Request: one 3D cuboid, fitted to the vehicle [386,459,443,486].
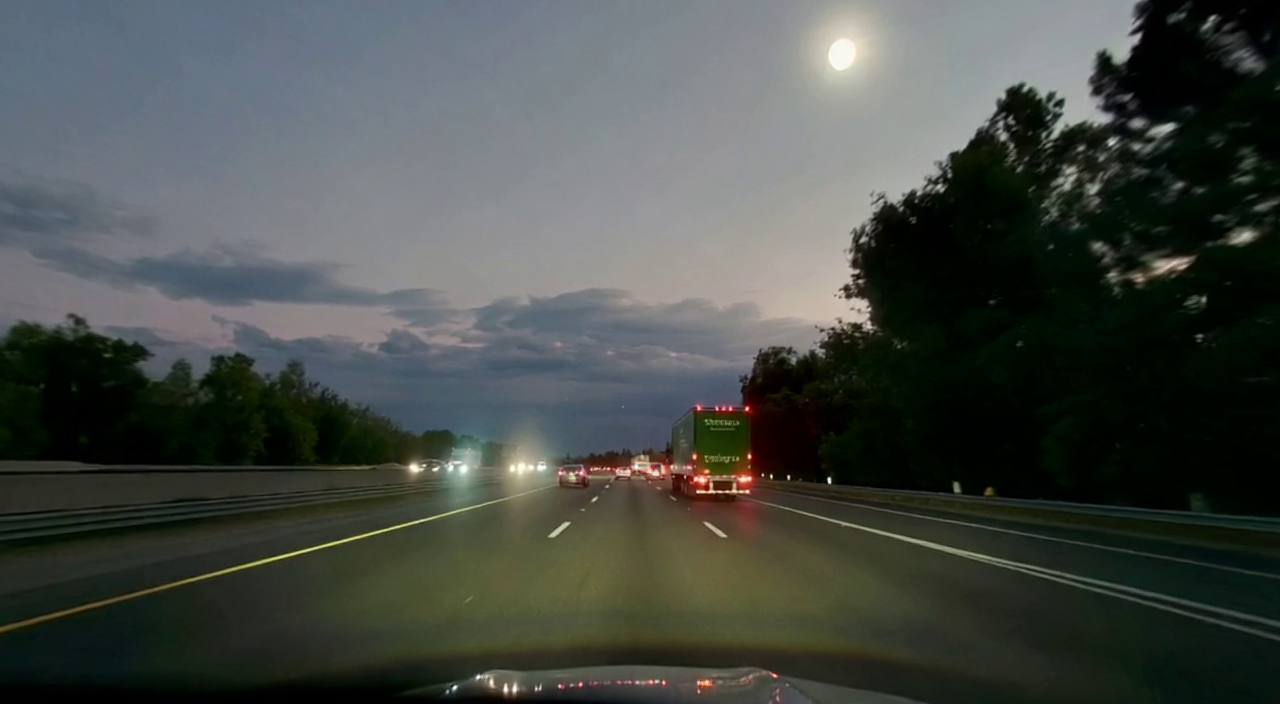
[{"bbox_3d":[-13.274,7.139,37.335,1.822,1.472,4.364,1,-10,-1],"label":"vehicle"}]

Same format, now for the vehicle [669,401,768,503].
[{"bbox_3d":[3.652,5.510,33.883,2.992,4.300,13.967,1,-10,-2],"label":"vehicle"}]

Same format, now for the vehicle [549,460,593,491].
[{"bbox_3d":[-4.052,7.351,37.715,2.155,1.667,4.615,1,-10,-1],"label":"vehicle"}]
